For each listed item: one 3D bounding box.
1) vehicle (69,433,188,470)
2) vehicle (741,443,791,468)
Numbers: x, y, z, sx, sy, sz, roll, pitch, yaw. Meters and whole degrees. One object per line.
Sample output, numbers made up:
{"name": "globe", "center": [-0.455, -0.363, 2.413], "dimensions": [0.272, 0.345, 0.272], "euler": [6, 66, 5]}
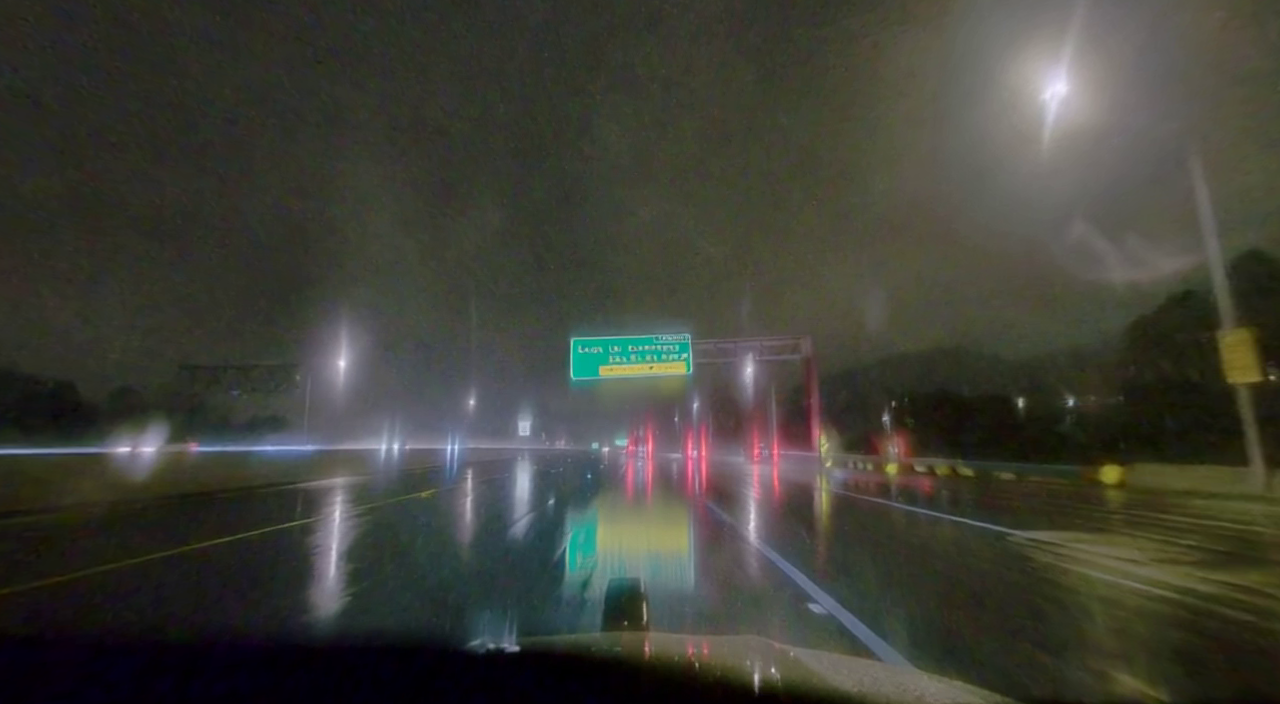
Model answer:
{"name": "vehicle", "center": [-25.509, 4.996, 31.704], "dimensions": [2.145, 1.695, 4.572], "euler": [0, -8, -1]}
{"name": "vehicle", "center": [7.971, 6.590, 40.335], "dimensions": [2.031, 1.524, 4.657], "euler": [0, -8, -3]}
